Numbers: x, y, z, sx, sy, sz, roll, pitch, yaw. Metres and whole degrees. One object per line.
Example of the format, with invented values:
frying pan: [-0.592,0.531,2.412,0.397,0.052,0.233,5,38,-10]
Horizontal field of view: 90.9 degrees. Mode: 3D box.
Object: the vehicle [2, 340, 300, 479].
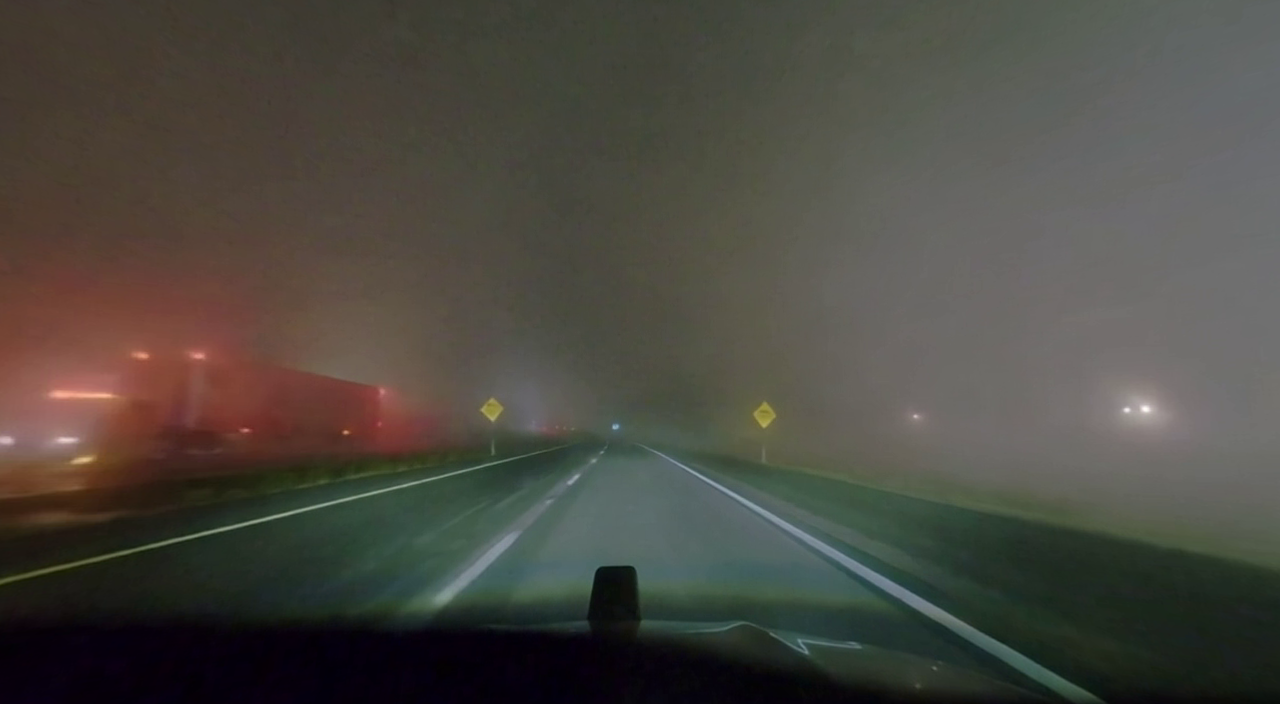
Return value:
vehicle: [-16.854,2.321,23.363,3.034,4.039,10.195,0,-8,-2]
